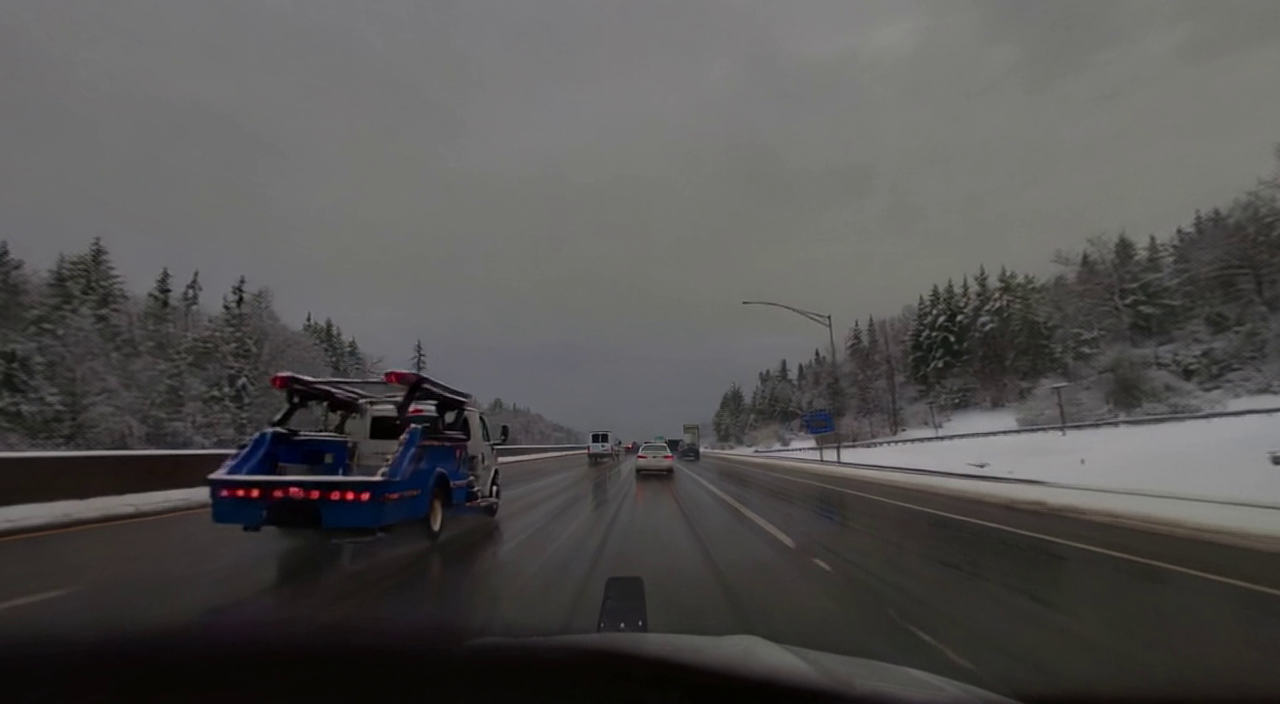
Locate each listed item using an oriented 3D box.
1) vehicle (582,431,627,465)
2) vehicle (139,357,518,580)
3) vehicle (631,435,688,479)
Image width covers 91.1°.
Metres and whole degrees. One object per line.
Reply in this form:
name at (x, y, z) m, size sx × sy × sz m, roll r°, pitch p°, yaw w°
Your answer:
vehicle at (-2.330, 6.543, 43.060) m, size 2.526 × 2.146 × 5.594 m, roll 0°, pitch -8°, yaw 2°
vehicle at (-3.451, 1.478, 8.690) m, size 2.292 × 2.070 × 5.532 m, roll 0°, pitch -8°, yaw 1°
vehicle at (0.777, 4.359, 26.369) m, size 2.165 × 1.653 × 4.456 m, roll 0°, pitch -8°, yaw 1°
